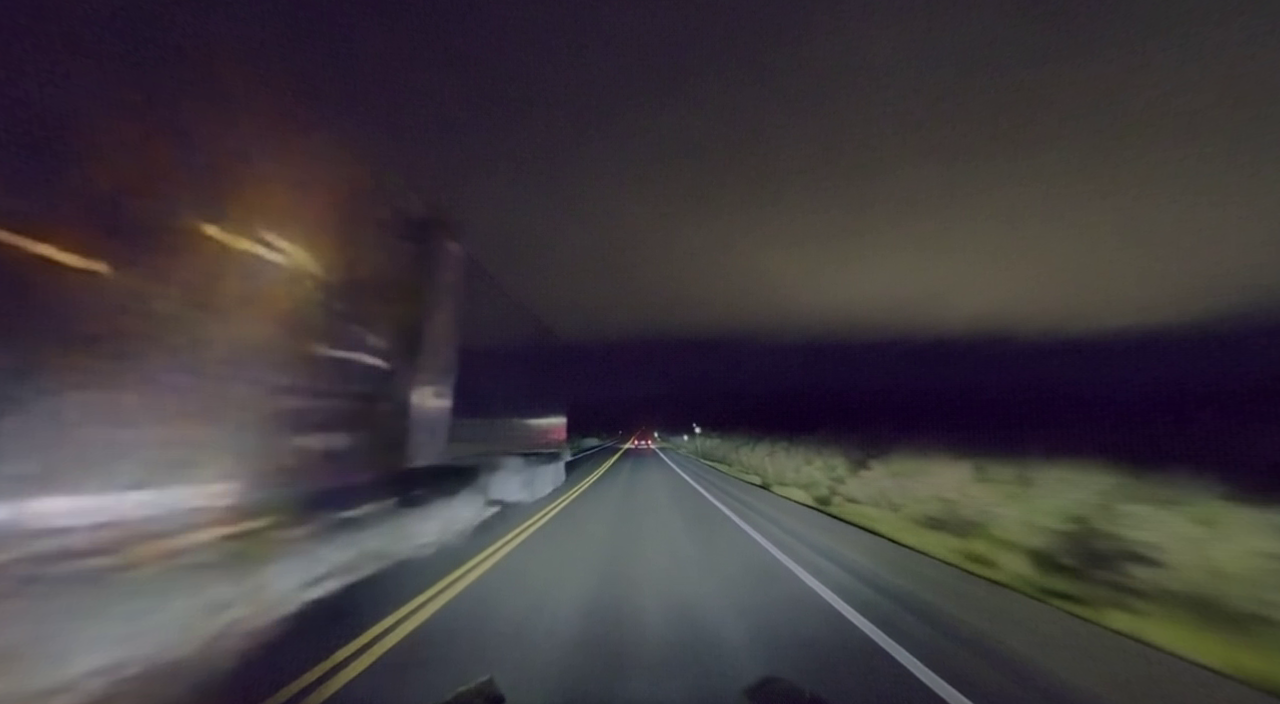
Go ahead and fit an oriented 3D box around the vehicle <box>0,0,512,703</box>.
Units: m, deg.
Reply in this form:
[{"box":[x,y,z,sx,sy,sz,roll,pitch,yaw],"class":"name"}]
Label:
[{"box":[-3.848,0.127,5.105,3.048,4.005,11.290,0,-8,1],"class":"vehicle"}]
